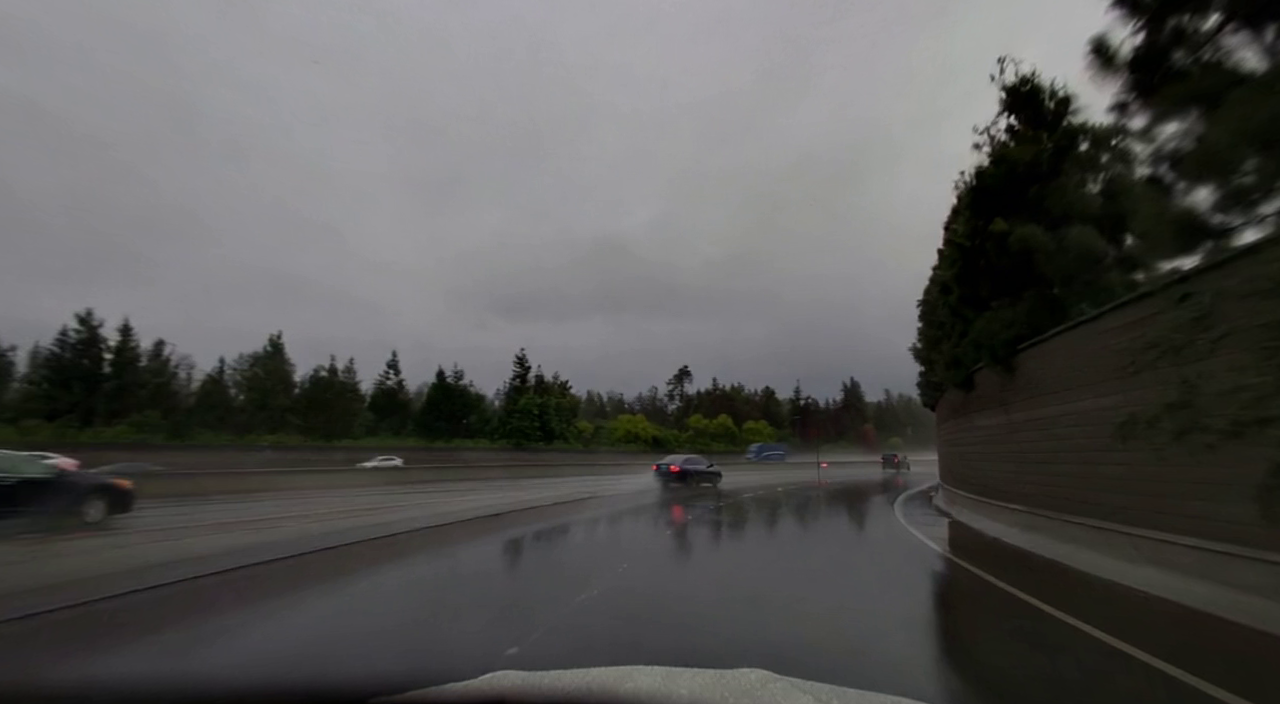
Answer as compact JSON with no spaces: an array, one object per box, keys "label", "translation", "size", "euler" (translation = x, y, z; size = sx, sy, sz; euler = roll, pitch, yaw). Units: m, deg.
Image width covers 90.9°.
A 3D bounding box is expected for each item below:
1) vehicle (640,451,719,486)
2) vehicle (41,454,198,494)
[{"label":"vehicle","translation":[2.029,5.745,31.419],"size":[1.769,1.583,4.387],"euler":[-7,-11,37]},{"label":"vehicle","translation":[-21.195,4.938,25.835],"size":[1.735,1.419,4.560],"euler":[-7,-11,37]}]
